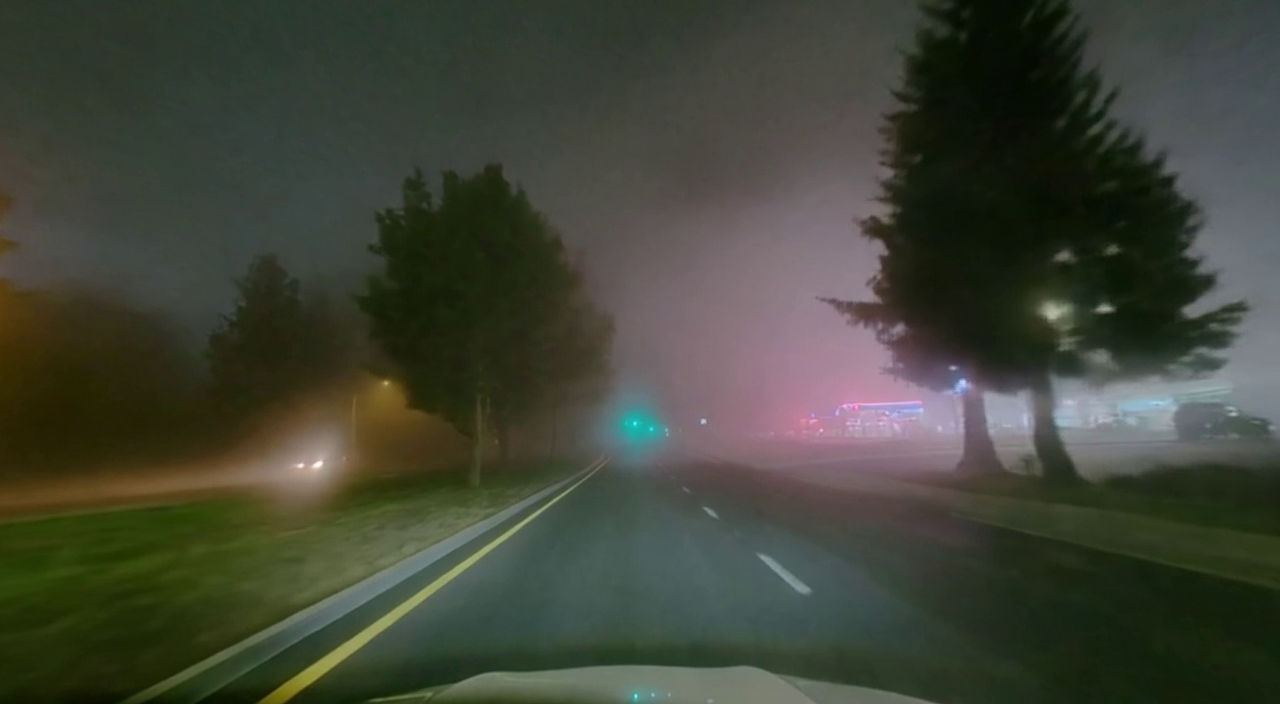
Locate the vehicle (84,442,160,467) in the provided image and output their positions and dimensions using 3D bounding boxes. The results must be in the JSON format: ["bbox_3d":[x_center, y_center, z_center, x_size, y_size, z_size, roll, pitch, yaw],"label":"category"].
[{"bbox_3d":[-34.602,6.861,42.230,3.677,1.434,1.827,-4,-9,6],"label":"vehicle"}]
